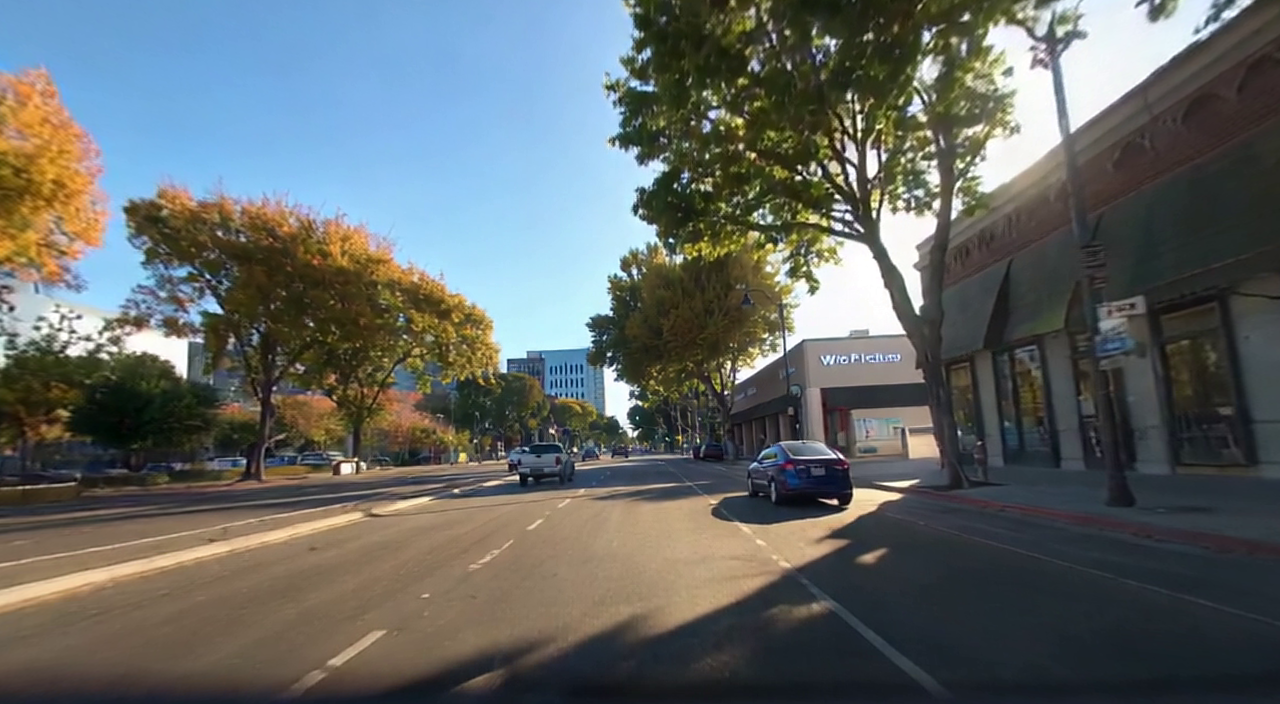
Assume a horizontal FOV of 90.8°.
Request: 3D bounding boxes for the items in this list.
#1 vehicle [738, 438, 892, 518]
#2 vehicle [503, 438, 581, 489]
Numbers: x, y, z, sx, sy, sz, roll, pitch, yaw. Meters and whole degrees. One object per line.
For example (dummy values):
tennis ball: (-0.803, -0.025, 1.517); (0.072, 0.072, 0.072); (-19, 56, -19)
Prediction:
vehicle: (3.667, 2.718, 14.243); (1.961, 1.482, 4.538); (0, -9, -3)
vehicle: (-3.580, 4.171, 23.951); (2.145, 1.694, 4.642); (0, -9, 1)
